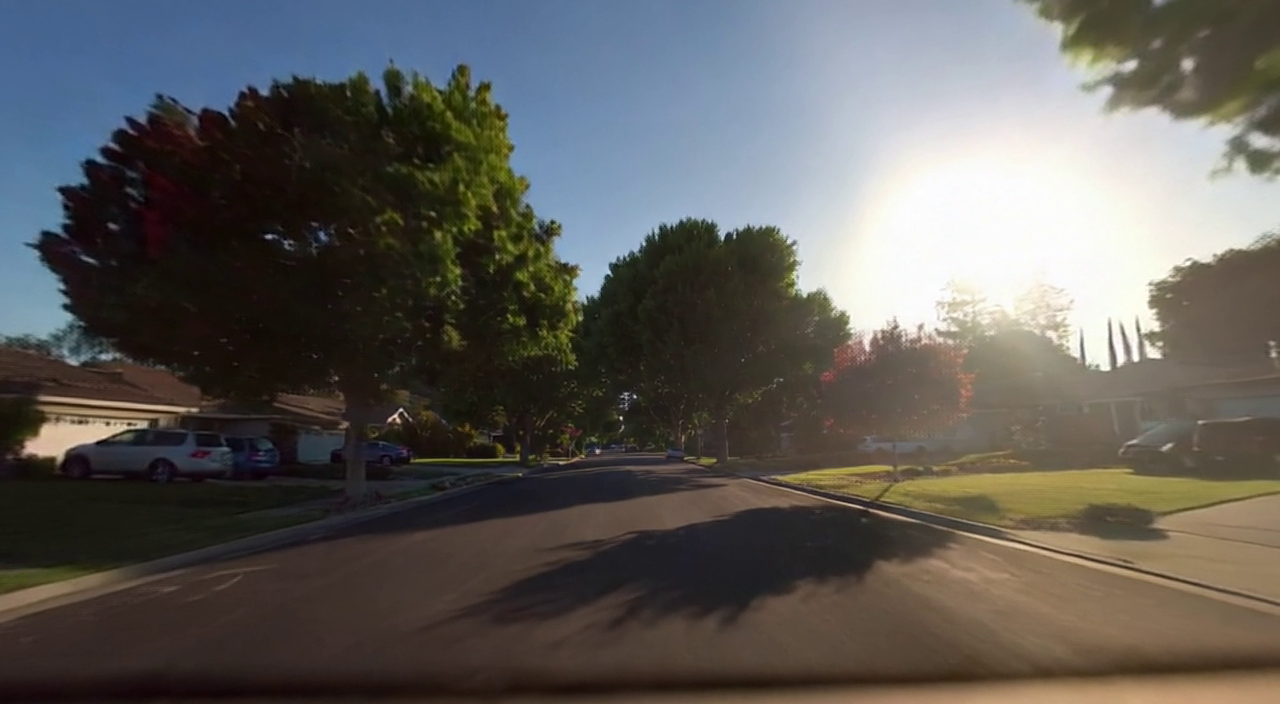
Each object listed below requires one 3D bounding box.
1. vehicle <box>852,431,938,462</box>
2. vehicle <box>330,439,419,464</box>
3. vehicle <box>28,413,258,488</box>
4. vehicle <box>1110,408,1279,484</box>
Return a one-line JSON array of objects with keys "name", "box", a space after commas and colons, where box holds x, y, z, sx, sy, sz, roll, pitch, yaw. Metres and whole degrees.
[{"name": "vehicle", "box": [15.334, 5.667, 37.868, 4.468, 1.728, 2.135, 3, -8, -20]}, {"name": "vehicle", "box": [-15.724, 5.913, 37.443, 4.351, 1.474, 2.015, 0, -9, -2]}, {"name": "vehicle", "box": [-15.538, 3.091, 19.975, 2.575, 2.031, 5.155, -7, -11, 39]}, {"name": "vehicle", "box": [16.021, 2.762, 18.504, 2.288, 1.880, 4.939, -4, -9, 23]}]
